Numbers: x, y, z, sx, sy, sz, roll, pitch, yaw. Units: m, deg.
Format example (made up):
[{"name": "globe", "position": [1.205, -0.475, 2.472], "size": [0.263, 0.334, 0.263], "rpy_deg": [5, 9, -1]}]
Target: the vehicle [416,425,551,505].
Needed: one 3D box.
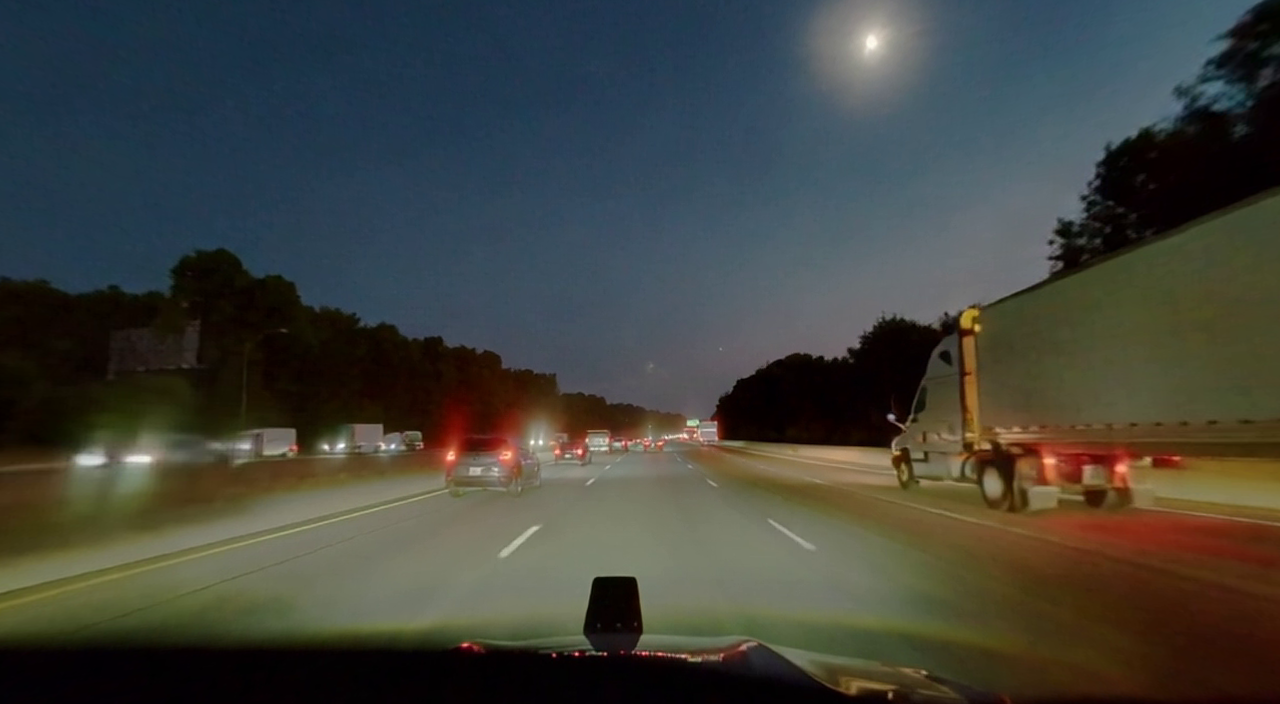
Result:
[{"name": "vehicle", "position": [-3.502, 2.591, 15.046], "size": [2.137, 1.618, 4.209], "rpy_deg": [0, -8, 0]}]

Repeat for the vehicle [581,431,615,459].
[{"name": "vehicle", "position": [-2.926, 6.596, 44.901], "size": [2.064, 1.826, 4.263], "rpy_deg": [0, -8, 1]}]

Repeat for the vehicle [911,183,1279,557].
[{"name": "vehicle", "position": [8.467, 0.443, 8.800], "size": [2.866, 4.100, 14.057], "rpy_deg": [0, -8, -1]}]

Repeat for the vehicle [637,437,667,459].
[{"name": "vehicle", "position": [0.819, 6.743, 44.671], "size": [2.004, 1.465, 3.842], "rpy_deg": [0, -8, 0]}]

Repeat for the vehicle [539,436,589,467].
[{"name": "vehicle", "position": [-3.809, 5.047, 32.331], "size": [2.013, 1.460, 4.027], "rpy_deg": [0, -8, 1]}]
